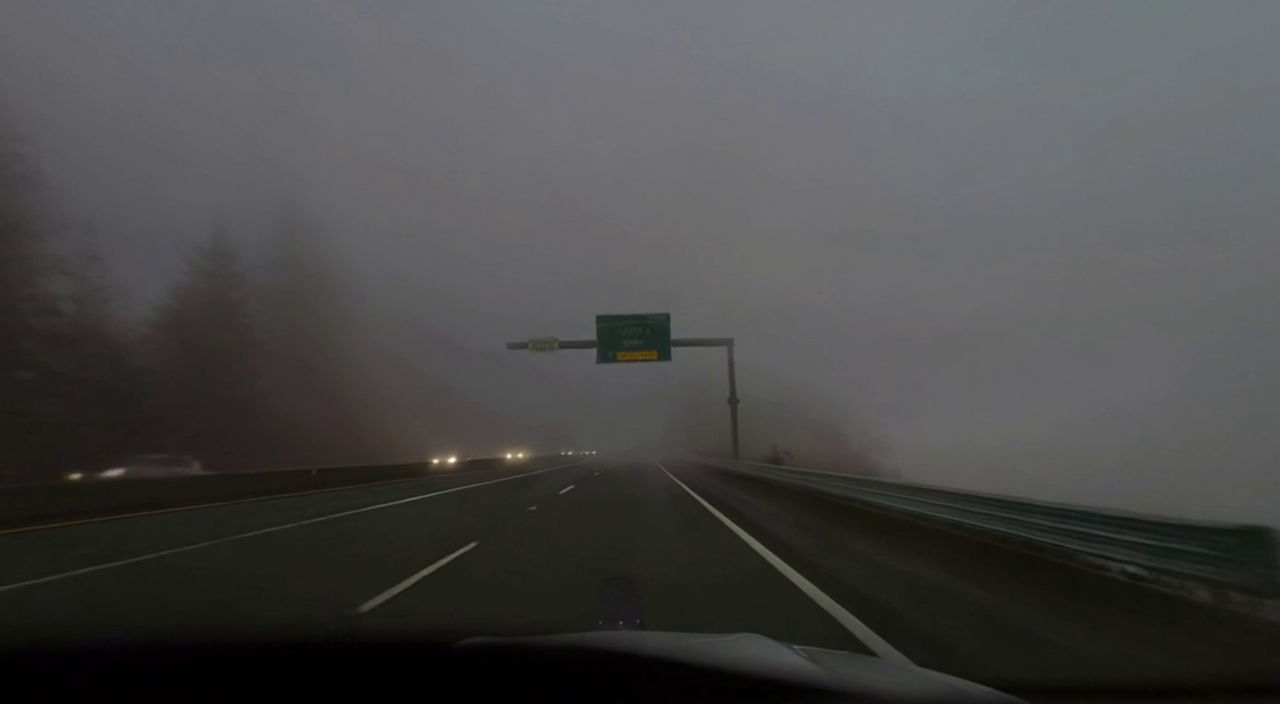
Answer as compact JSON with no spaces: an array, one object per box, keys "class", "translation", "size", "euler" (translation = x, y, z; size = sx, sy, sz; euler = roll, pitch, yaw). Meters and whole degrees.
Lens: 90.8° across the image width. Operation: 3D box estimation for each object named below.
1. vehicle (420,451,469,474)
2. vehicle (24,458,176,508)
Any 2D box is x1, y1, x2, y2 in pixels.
[{"class":"vehicle","translation":[-12.979,7.340,42.132],"size":[1.853,1.448,4.331],"euler":[0,-9,0]},{"class":"vehicle","translation":[-17.347,4.174,20.518],"size":[1.768,1.425,3.536],"euler":[0,-9,0]}]
